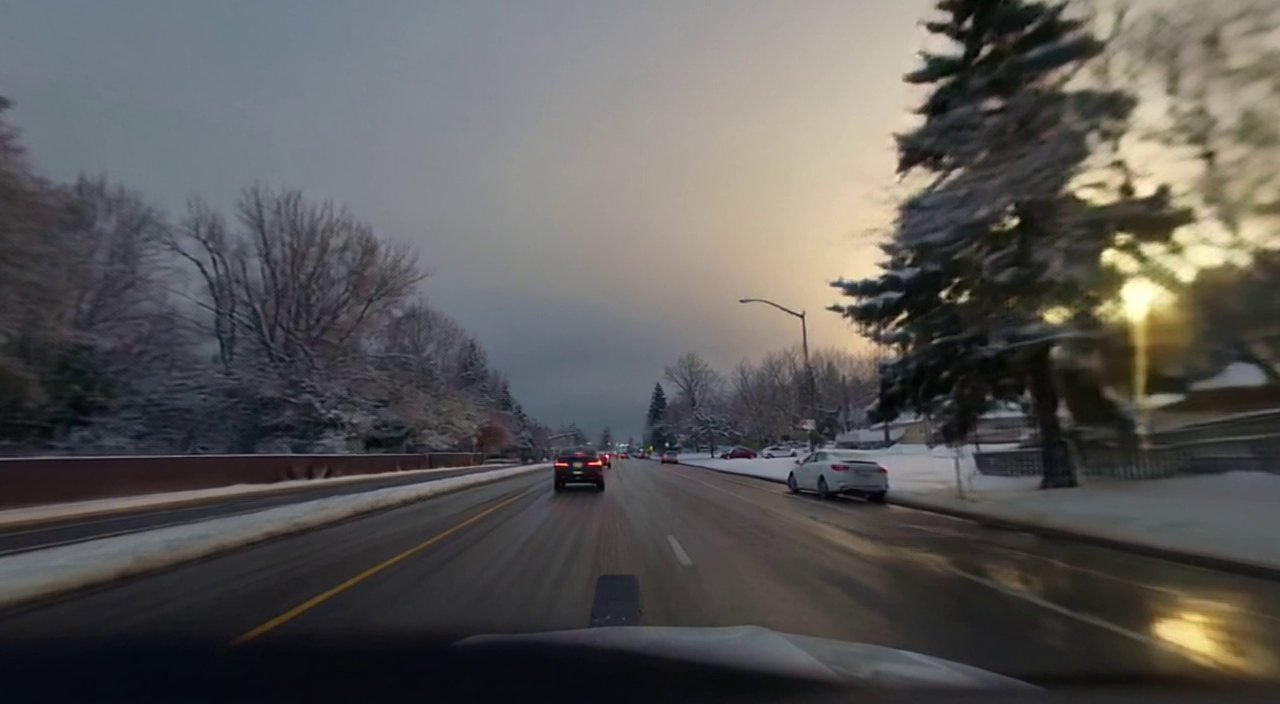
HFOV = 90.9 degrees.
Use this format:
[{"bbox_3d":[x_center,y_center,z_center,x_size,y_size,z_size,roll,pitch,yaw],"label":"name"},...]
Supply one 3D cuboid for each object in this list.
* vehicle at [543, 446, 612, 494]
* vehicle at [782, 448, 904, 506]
[{"bbox_3d":[-2.051,3.987,21.770,2.099,1.470,4.302,0,-8,-2],"label":"vehicle"},{"bbox_3d":[6.062,3.766,19.531,2.164,1.511,4.571,0,-8,-1],"label":"vehicle"}]
